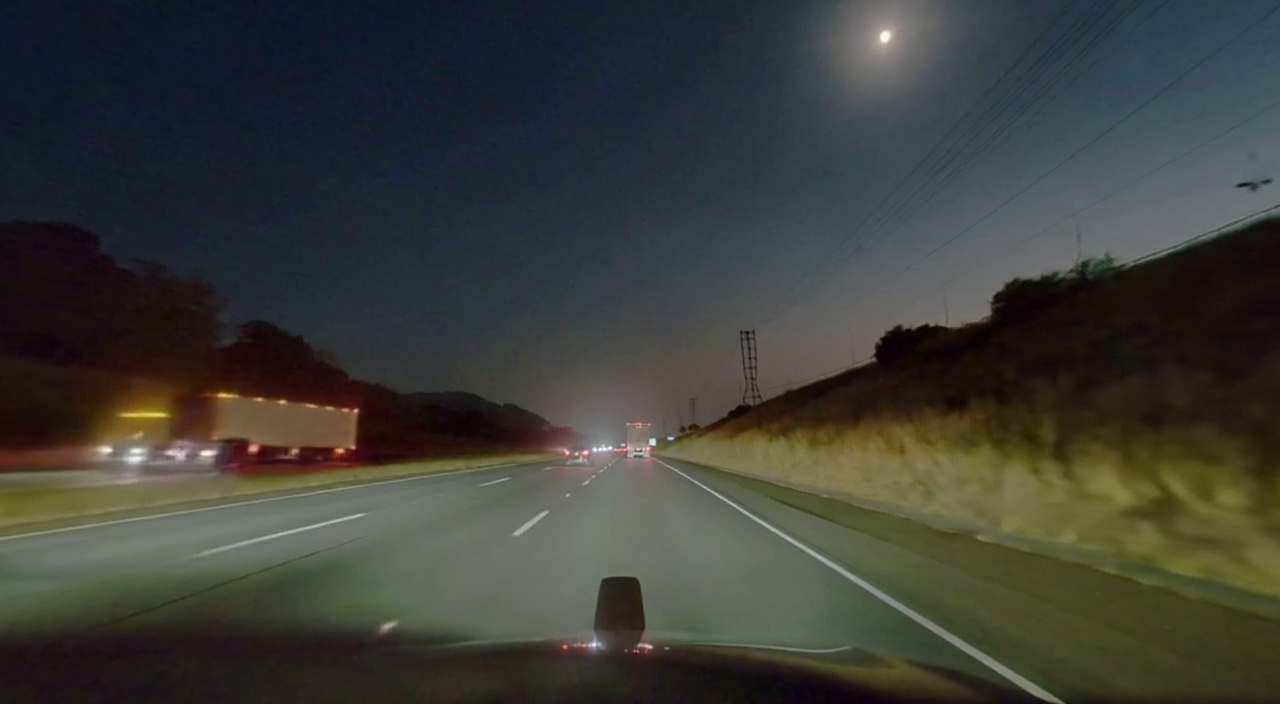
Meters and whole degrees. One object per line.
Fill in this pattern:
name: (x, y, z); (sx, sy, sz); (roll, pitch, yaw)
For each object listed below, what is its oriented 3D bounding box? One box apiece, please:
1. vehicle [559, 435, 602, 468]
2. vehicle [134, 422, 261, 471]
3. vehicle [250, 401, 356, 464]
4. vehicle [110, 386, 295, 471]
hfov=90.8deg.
vehicle: (-3.666, 6.270, 39.884); (2.207, 1.949, 4.911); (0, -9, 1)
vehicle: (-18.821, 4.075, 27.171); (2.089, 1.933, 4.657); (0, -9, 0)
vehicle: (-23.449, 5.789, 44.544); (2.837, 3.999, 8.063); (0, -9, 0)
vehicle: (-23.316, 4.376, 34.747); (2.859, 3.985, 10.141); (0, -9, 0)
